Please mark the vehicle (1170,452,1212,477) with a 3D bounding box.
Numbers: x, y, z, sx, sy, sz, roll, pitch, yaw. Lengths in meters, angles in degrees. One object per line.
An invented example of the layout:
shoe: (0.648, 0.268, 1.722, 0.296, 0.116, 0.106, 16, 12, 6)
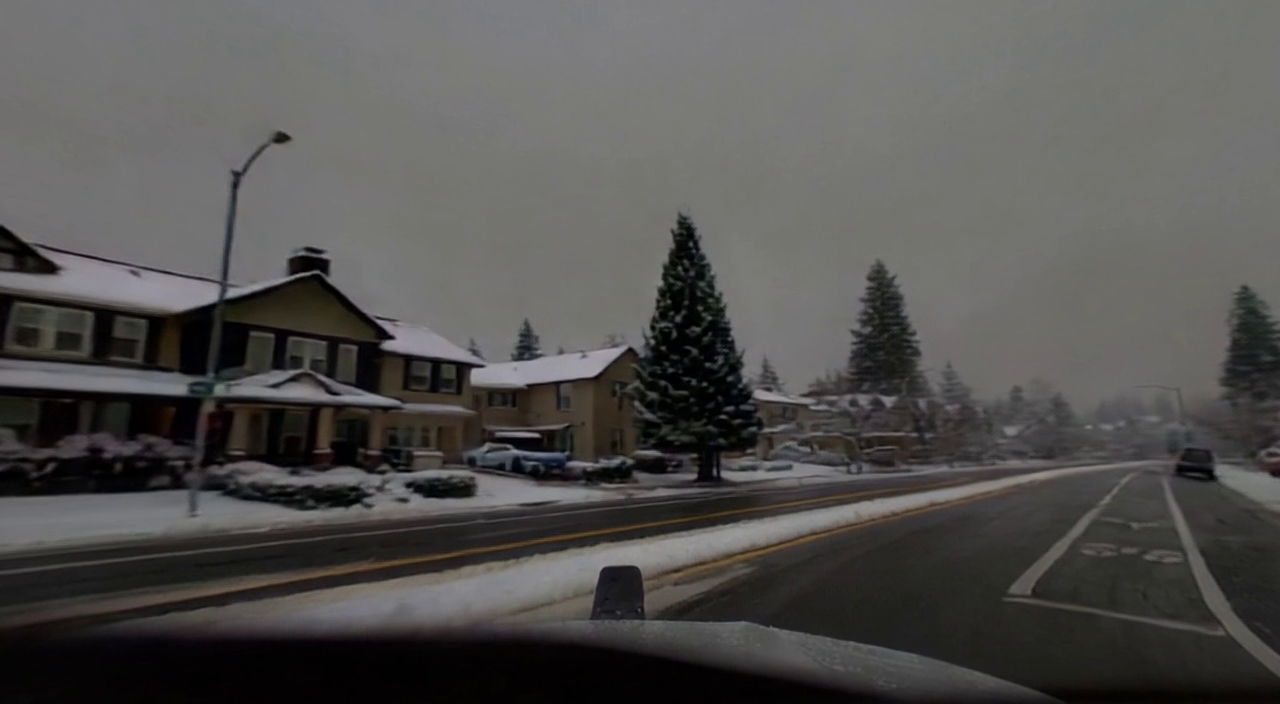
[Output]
vehicle: (38.188, 7.829, 43.861, 1.971, 1.558, 4.895, -6, -12, 39)
